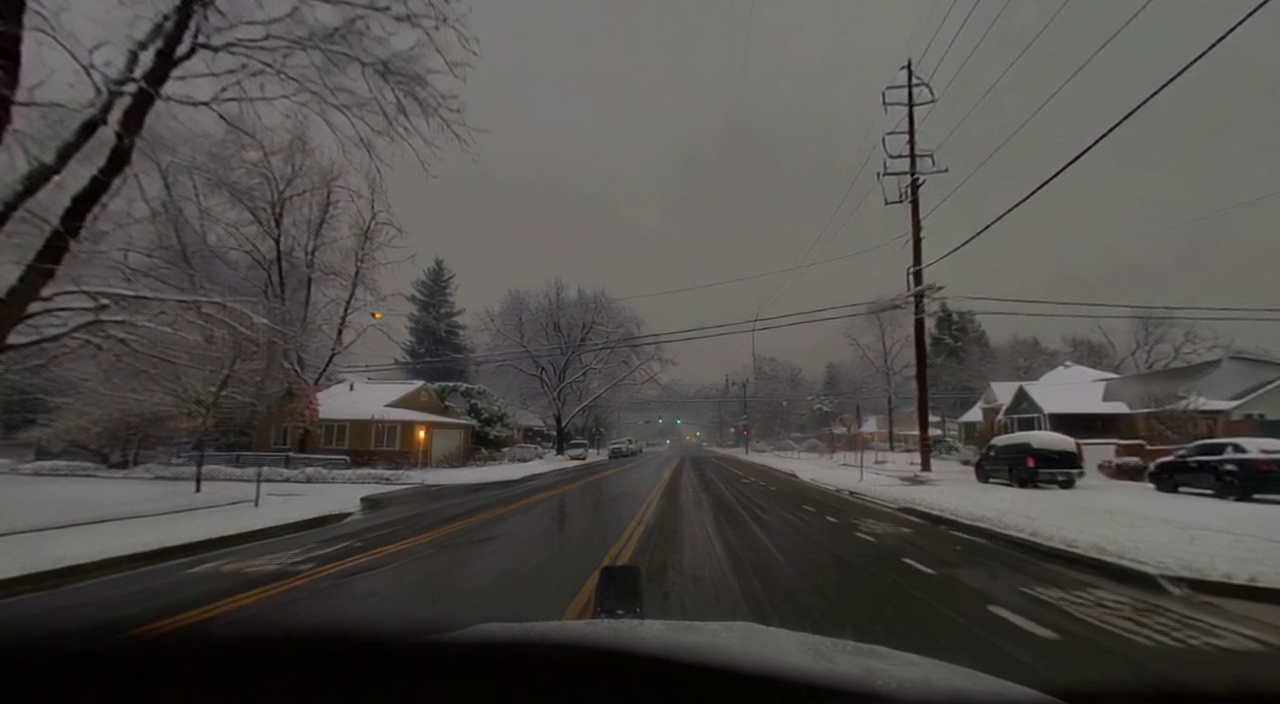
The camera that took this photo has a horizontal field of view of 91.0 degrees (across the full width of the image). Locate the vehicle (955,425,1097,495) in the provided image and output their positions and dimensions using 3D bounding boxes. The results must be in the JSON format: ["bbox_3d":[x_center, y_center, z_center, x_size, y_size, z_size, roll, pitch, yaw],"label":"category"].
[{"bbox_3d":[12.321,3.465,20.543,1.912,1.953,4.651,0,-9,4],"label":"vehicle"}]

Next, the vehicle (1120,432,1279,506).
[{"bbox_3d":[15.354,3.024,16.673,1.935,1.683,4.669,0,-9,6],"label":"vehicle"}]
